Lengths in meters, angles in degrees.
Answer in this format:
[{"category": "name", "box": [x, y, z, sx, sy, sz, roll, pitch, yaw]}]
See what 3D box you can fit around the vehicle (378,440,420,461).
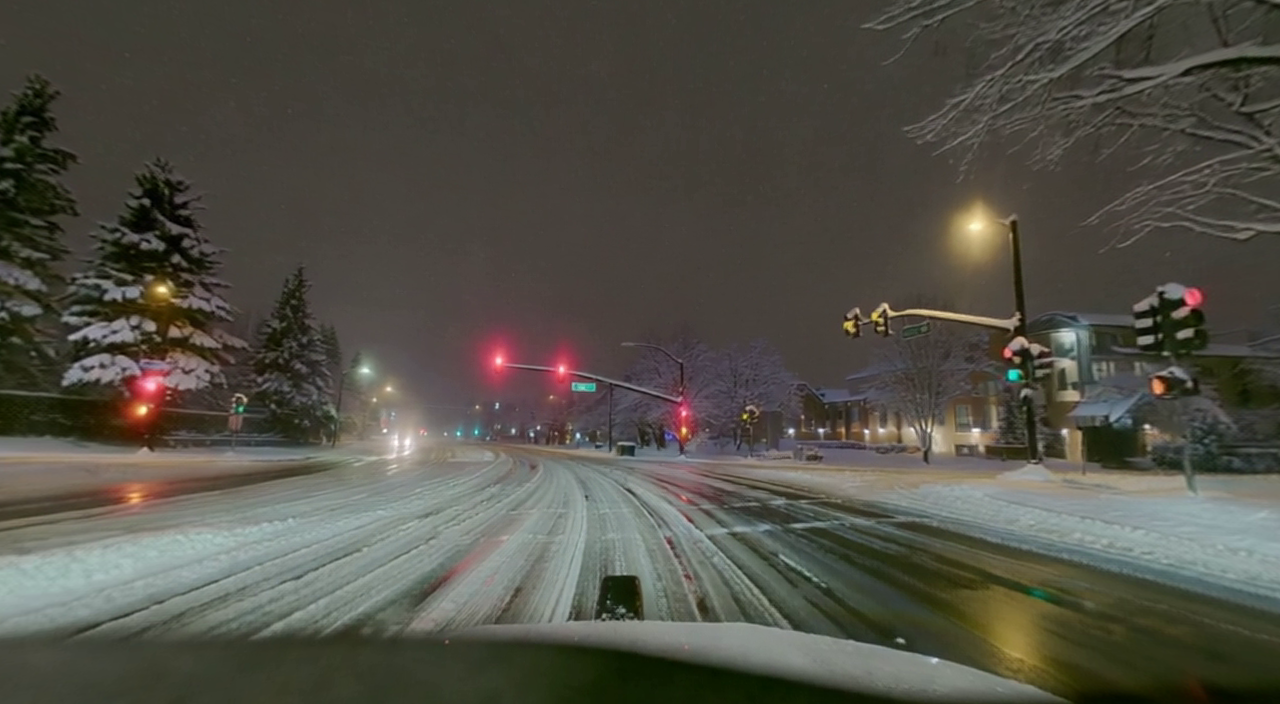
[{"category": "vehicle", "box": [-17.420, 7.137, 45.868, 1.969, 1.464, 4.485, 1, -9, -10]}]
